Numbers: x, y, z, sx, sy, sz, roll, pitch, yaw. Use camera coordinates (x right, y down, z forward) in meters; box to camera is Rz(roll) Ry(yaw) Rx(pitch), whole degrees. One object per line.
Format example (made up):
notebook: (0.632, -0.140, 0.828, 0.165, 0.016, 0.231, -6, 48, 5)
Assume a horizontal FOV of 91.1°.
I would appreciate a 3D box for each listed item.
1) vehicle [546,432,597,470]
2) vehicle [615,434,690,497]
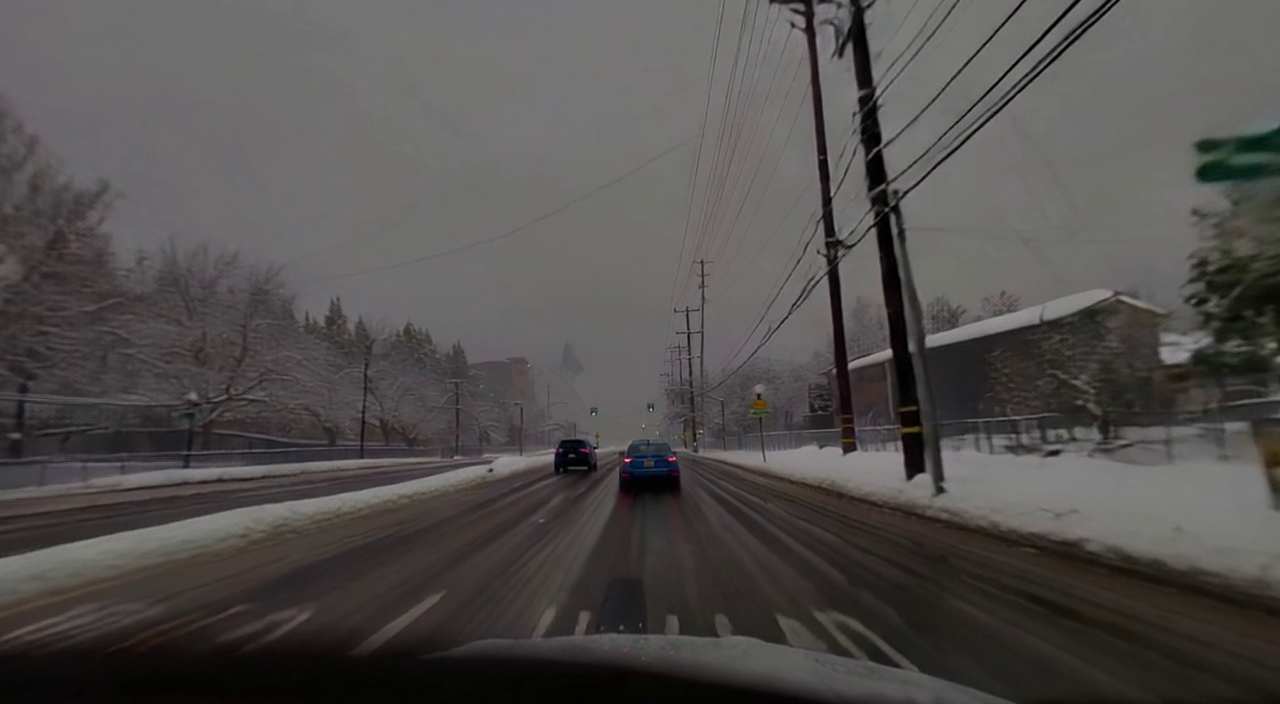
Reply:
vehicle: (-3.488, 5.141, 32.805, 2.078, 1.804, 4.387, 0, -8, 1)
vehicle: (0.331, 3.382, 19.129, 2.059, 1.691, 3.980, 0, -8, 0)
